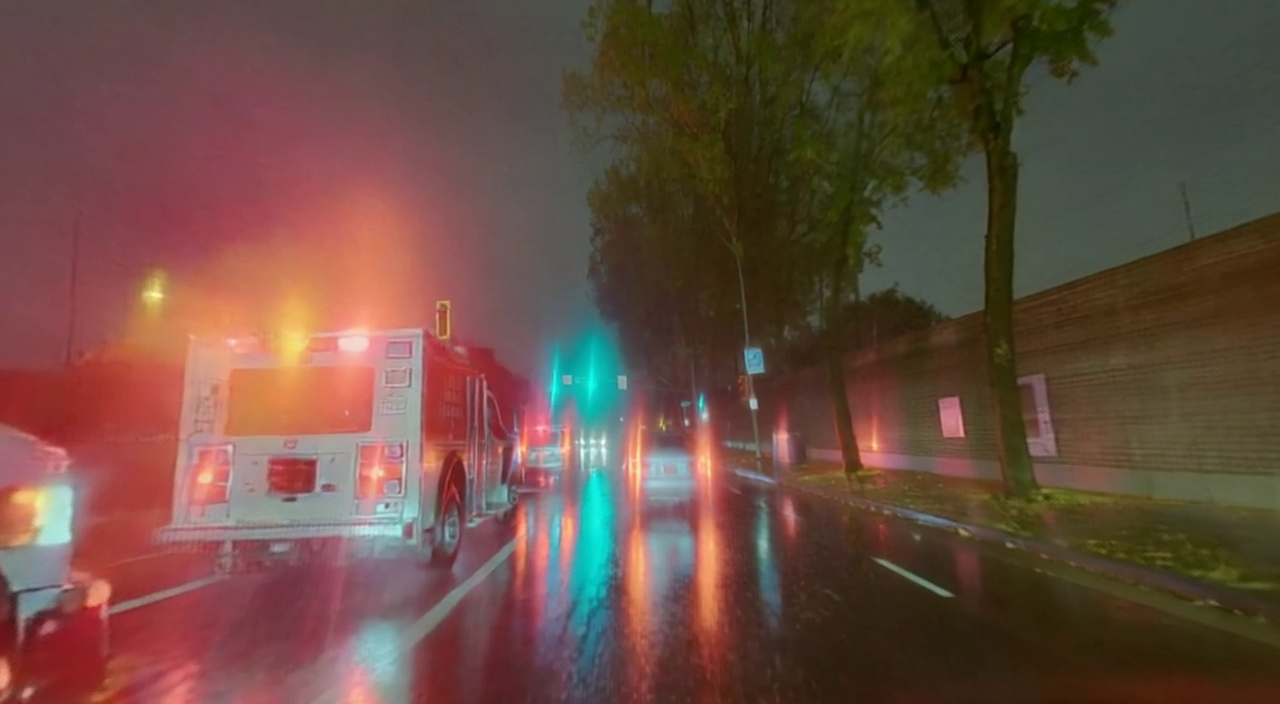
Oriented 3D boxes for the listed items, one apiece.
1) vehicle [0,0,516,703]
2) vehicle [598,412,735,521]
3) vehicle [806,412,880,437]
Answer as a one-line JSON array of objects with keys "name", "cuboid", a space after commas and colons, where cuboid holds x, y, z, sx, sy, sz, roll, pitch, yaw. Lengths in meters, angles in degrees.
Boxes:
[{"name": "vehicle", "cuboid": [-3.632, 0.108, 3.291, 3.631, 3.655, 12.773, 0, -8, -1]}, {"name": "vehicle", "cuboid": [0.298, 2.313, 13.286, 2.332, 1.831, 4.930, 0, -8, -4]}, {"name": "vehicle", "cuboid": [14.547, 5.230, 45.326, 4.528, 1.704, 2.073, 2, -9, -13]}]
